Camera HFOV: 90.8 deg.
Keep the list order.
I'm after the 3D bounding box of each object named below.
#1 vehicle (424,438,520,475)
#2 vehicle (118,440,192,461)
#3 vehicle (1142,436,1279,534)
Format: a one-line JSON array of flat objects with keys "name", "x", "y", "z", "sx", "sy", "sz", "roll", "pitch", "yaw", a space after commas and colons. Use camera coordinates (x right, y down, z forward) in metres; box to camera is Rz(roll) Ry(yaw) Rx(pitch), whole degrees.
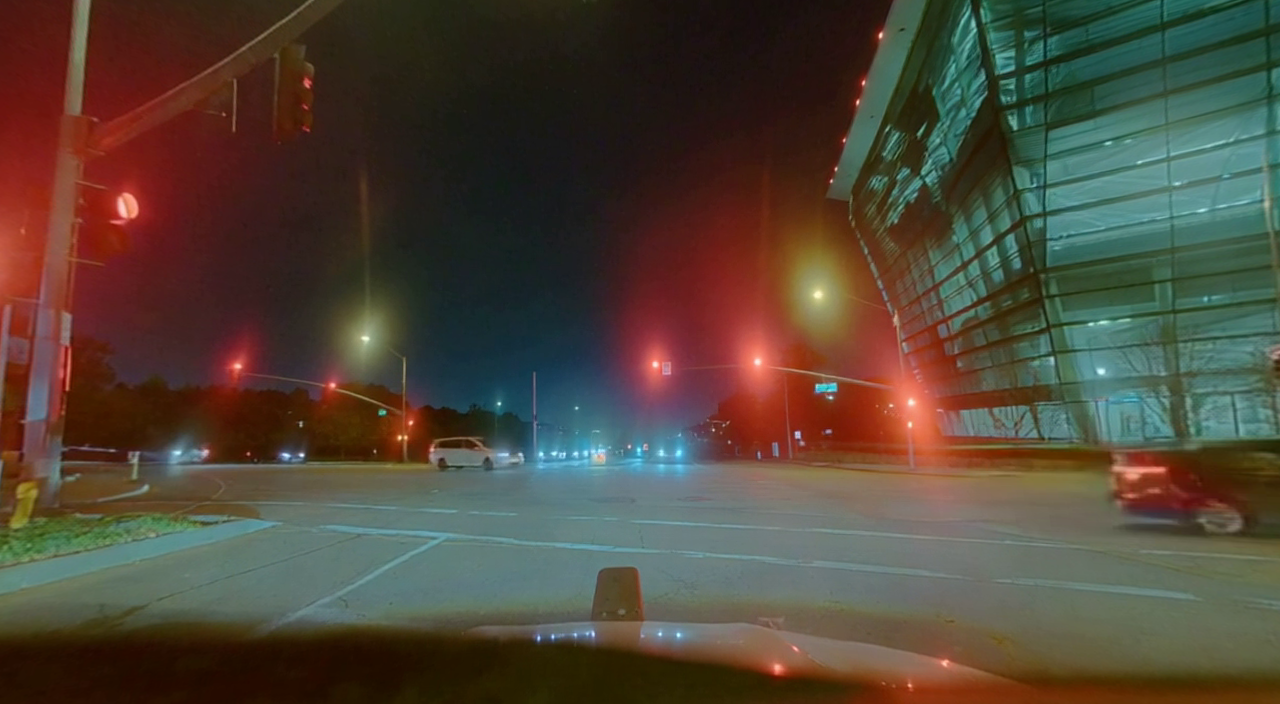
[{"name": "vehicle", "x": -7.538, "y": 4.652, "z": 28.222, "sx": 4.110, "sy": 1.511, "sz": 1.883, "roll": -6, "pitch": -10, "yaw": 35}, {"name": "vehicle", "x": -36.123, "y": 7.307, "z": 47.011, "sx": 5.408, "sy": 1.505, "sz": 2.091, "roll": -5, "pitch": -10, "yaw": 27}, {"name": "vehicle", "x": 10.932, "y": 2.044, "z": 9.805, "sx": 4.798, "sy": 1.461, "sz": 1.939, "roll": -7, "pitch": -11, "yaw": 37}]
